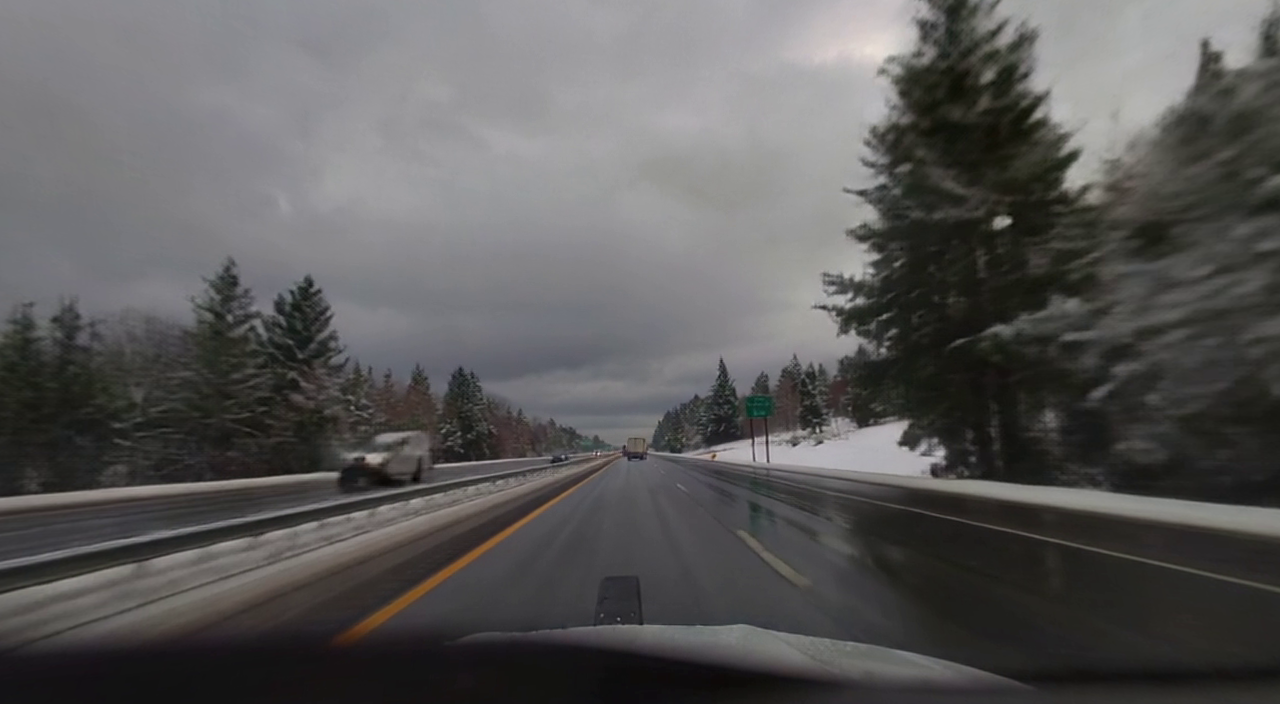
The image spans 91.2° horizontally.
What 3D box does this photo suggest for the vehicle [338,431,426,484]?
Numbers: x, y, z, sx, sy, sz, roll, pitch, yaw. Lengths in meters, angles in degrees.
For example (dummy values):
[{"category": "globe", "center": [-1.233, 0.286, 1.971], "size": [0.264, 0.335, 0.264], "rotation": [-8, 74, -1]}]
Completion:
[{"category": "vehicle", "center": [-14.066, 5.805, 34.652], "size": [2.333, 2.641, 5.883], "rotation": [0, -9, 0]}]
